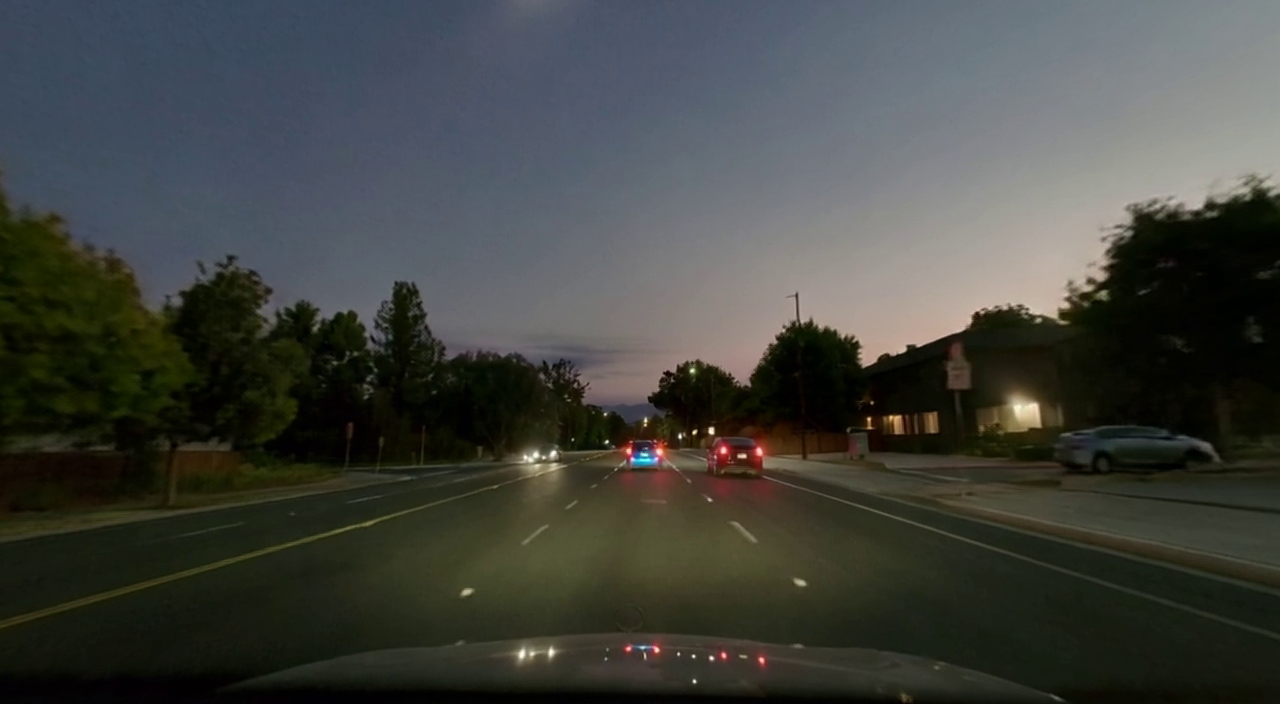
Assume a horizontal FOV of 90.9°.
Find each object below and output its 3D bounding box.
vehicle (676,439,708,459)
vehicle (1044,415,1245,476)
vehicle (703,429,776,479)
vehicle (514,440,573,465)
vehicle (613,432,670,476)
[{"bbox_3d":[3.934,7.409,48.324,2.099,1.463,4.130,0,-8,0],"label":"vehicle"},{"bbox_3d":[15.346,2.862,19.392,4.378,1.754,2.007,0,-8,0],"label":"vehicle"},{"bbox_3d":[3.654,3.858,23.989,2.024,1.711,4.512,0,-8,0],"label":"vehicle"},{"bbox_3d":[-7.024,7.280,45.599,4.296,1.611,1.942,-10,-13,40],"label":"vehicle"},{"bbox_3d":[0.077,4.242,26.398,2.200,1.653,4.127,0,-8,1],"label":"vehicle"}]
